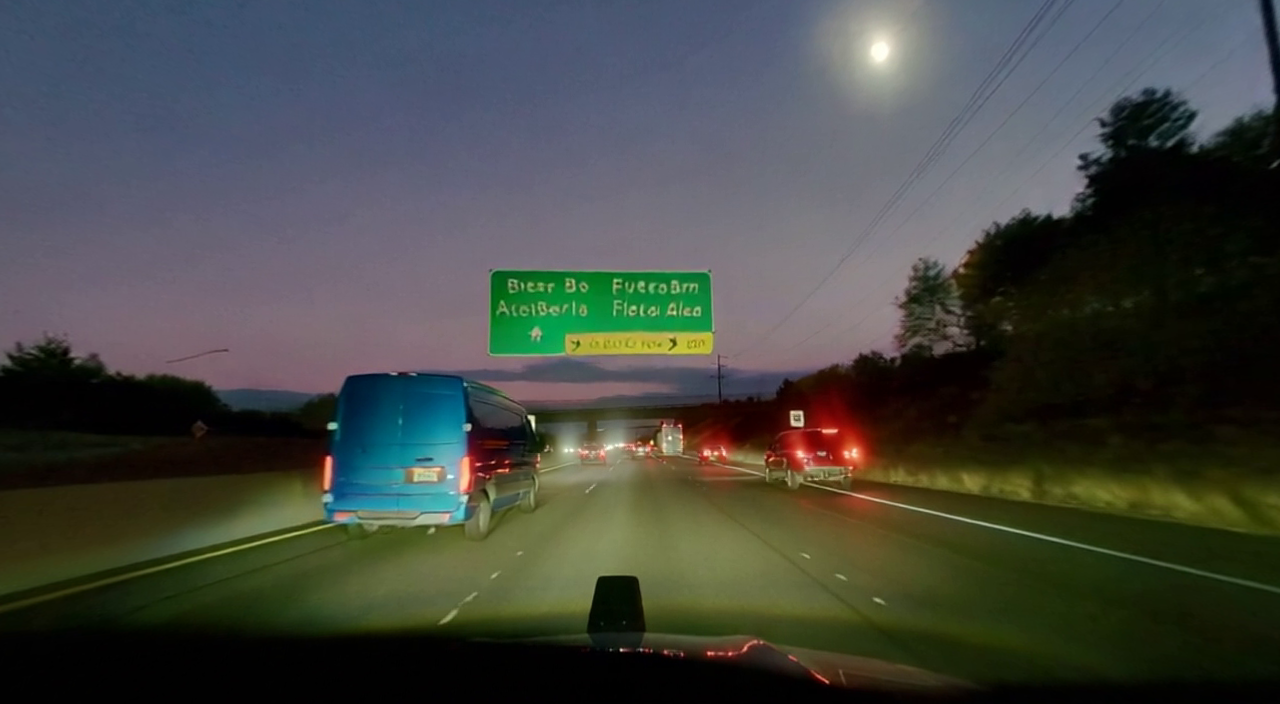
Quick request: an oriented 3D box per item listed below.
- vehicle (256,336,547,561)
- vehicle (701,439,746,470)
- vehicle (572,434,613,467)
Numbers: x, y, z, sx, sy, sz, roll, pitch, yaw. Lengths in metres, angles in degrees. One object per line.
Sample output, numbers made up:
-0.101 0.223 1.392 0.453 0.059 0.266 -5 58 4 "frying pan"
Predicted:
-3.205 1.558 10.347 2.451 2.627 5.868 0 -9 0 "vehicle"
4.706 5.883 36.164 1.936 1.664 4.198 0 -9 -1 "vehicle"
-3.078 6.605 42.172 2.334 2.051 4.900 0 -9 1 "vehicle"
